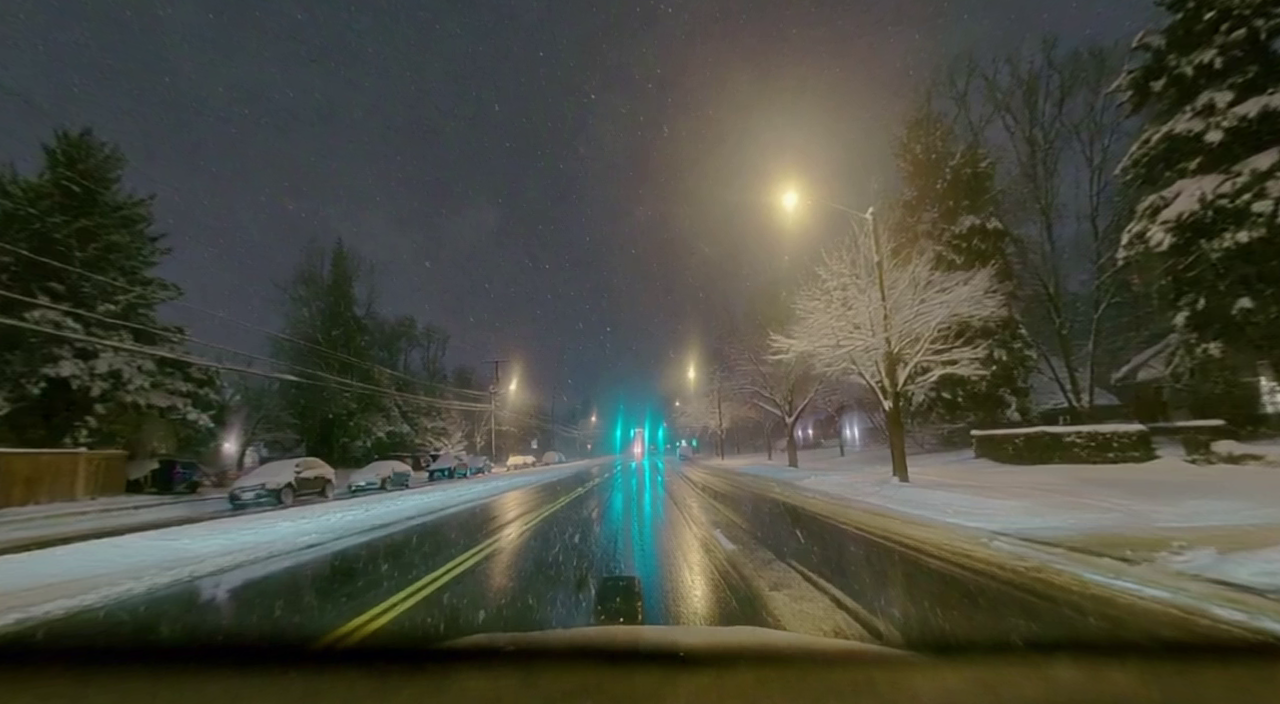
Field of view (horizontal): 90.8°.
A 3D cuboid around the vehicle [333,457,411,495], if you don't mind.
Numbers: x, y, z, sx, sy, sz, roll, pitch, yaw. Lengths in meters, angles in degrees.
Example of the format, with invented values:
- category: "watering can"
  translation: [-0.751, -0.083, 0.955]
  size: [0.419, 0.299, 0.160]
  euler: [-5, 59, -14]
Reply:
- category: "vehicle"
  translation: [-12.737, 5.897, 30.311]
  size: [1.833, 1.464, 4.292]
  euler: [-4, -8, 1]

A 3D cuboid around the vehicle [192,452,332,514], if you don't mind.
- category: "vehicle"
  translation: [-12.919, 4.464, 22.004]
  size: [2.086, 1.720, 4.499]
  euler: [-3, -8, 0]

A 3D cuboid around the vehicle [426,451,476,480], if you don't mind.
- category: "vehicle"
  translation: [-12.633, 7.625, 42.579]
  size: [1.882, 1.775, 4.904]
  euler: [0, -9, 0]

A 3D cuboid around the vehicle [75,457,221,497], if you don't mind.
- category: "vehicle"
  translation: [-21.357, 5.401, 27.678]
  size: [1.834, 1.486, 4.604]
  euler: [-4, -9, 23]

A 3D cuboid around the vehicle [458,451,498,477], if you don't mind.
- category: "vehicle"
  translation: [-12.332, 8.554, 48.363]
  size: [1.882, 1.727, 3.945]
  euler: [-4, -8, 1]
